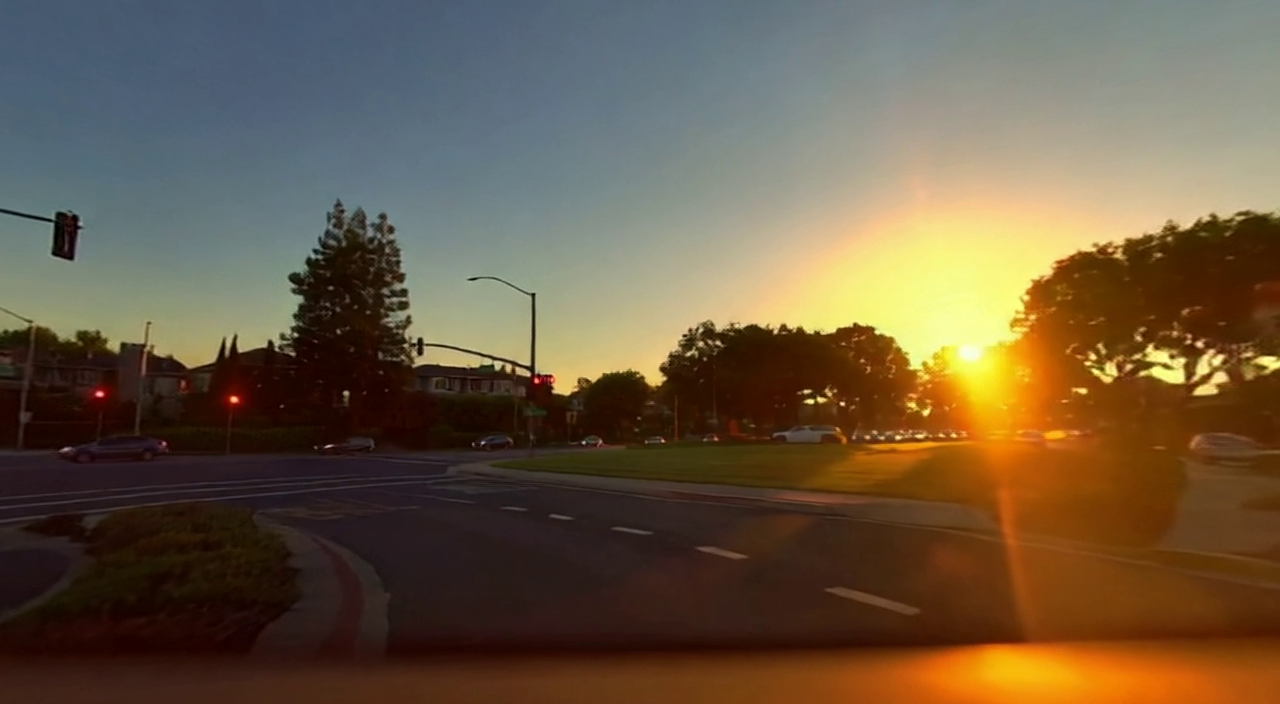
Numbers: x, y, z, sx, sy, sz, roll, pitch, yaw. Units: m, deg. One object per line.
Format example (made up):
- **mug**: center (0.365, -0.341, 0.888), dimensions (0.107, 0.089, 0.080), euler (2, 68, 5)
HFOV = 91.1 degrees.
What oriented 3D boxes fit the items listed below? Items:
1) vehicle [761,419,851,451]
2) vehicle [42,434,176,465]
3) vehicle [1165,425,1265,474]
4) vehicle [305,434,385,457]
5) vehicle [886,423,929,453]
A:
- **vehicle**: center (12.115, 6.097, 45.807), dimensions (5.939, 2.249, 2.437), euler (-4, -9, 25)
- **vehicle**: center (-27.371, 5.044, 32.569), dimensions (1.847, 1.461, 4.853), euler (-5, -10, 30)
- **vehicle**: center (19.928, 3.341, 21.955), dimensions (1.907, 1.515, 4.550), euler (-6, -9, 35)
- **vehicle**: center (-20.382, 6.485, 43.556), dimensions (1.828, 1.462, 4.740), euler (-5, -10, 31)
- **vehicle**: center (18.736, 6.088, 44.198), dimensions (2.402, 1.920, 5.467), euler (-3, -9, 19)
